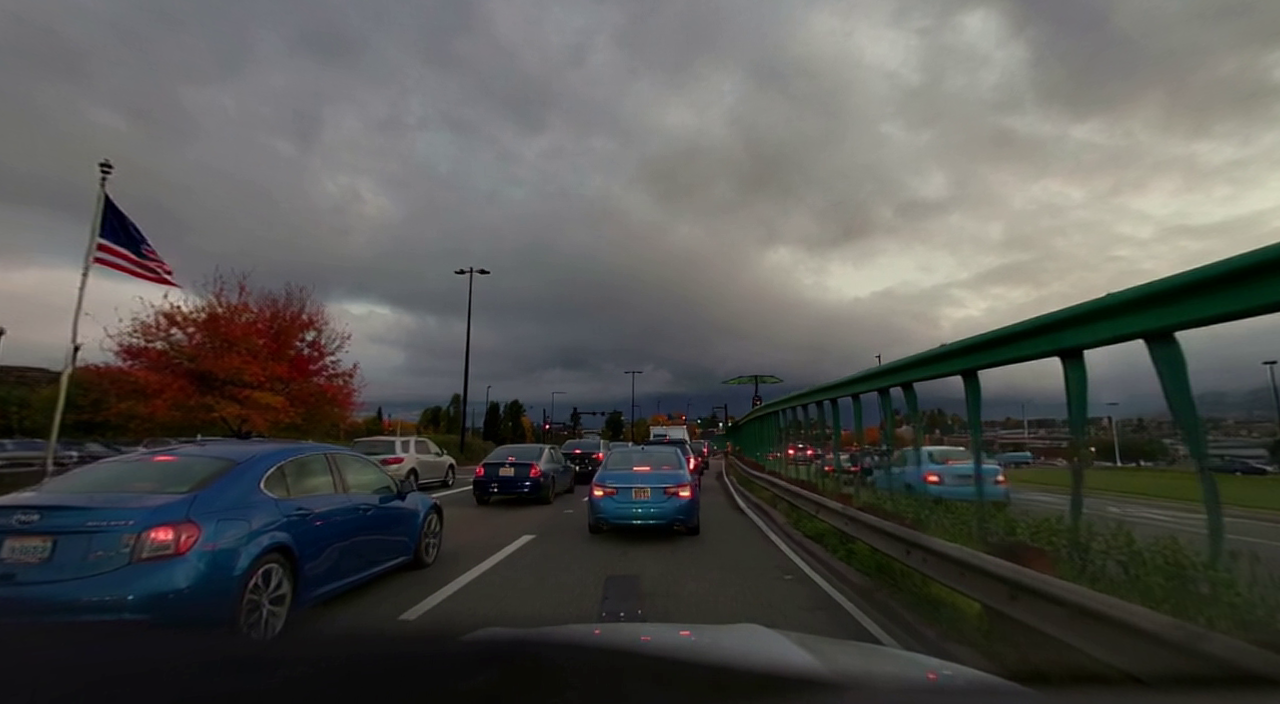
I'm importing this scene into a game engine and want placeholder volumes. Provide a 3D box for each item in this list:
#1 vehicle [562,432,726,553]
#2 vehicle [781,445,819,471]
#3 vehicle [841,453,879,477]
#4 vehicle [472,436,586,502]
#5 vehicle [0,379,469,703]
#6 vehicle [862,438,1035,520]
[{"bbox_3d":[0.188,2.119,10.246,2.090,1.506,4.276,0,-9,4],"label":"vehicle"},{"bbox_3d":[10.178,6.754,40.268,1.944,1.544,4.301,-1,-9,9],"label":"vehicle"},{"bbox_3d":[14.709,7.529,42.246,1.749,1.481,3.808,-1,-9,10],"label":"vehicle"},{"bbox_3d":[-2.874,3.169,17.459,1.974,1.549,4.603,0,-9,5],"label":"vehicle"},{"bbox_3d":[-3.108,1.270,5.189,1.988,1.635,4.260,0,-9,3],"label":"vehicle"},{"bbox_3d":[7.058,2.917,15.069,2.011,1.610,4.568,0,-9,3],"label":"vehicle"}]
